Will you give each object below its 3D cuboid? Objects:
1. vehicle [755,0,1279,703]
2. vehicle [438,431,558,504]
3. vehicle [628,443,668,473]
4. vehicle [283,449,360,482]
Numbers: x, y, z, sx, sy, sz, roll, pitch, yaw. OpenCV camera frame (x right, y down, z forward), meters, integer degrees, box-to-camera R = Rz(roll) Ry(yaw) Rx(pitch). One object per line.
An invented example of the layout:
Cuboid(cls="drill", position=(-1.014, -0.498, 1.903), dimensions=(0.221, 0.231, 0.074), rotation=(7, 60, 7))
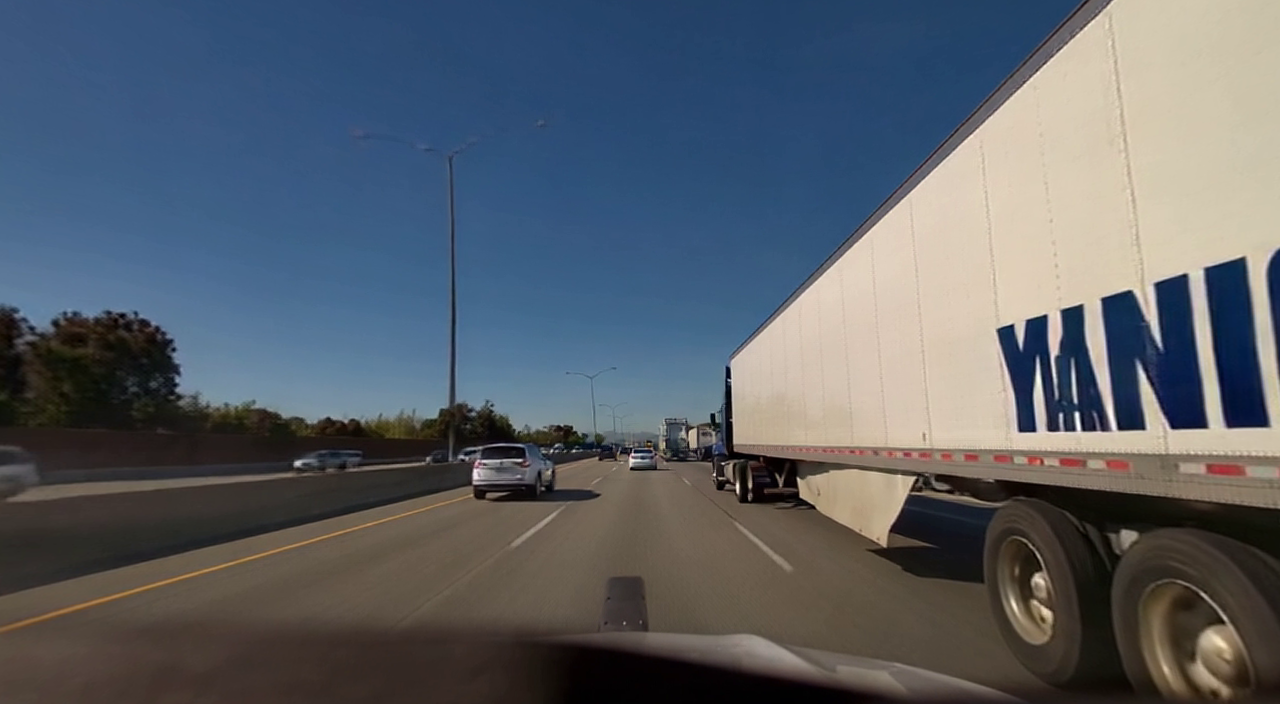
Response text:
Cuboid(cls="vehicle", position=(3.867, 0.280, 7.041), dimensions=(2.821, 4.077, 12.562), rotation=(0, -9, 0))
Cuboid(cls="vehicle", position=(-3.725, 3.149, 17.648), dimensions=(2.091, 1.722, 4.974), rotation=(-1, -9, 1))
Cuboid(cls="vehicle", position=(0.404, 5.707, 34.215), dimensions=(2.063, 1.469, 4.208), rotation=(0, -9, 0))
Cuboid(cls="vehicle", position=(-19.080, 6.787, 38.069), dimensions=(2.101, 1.782, 4.793), rotation=(0, -9, 0))
